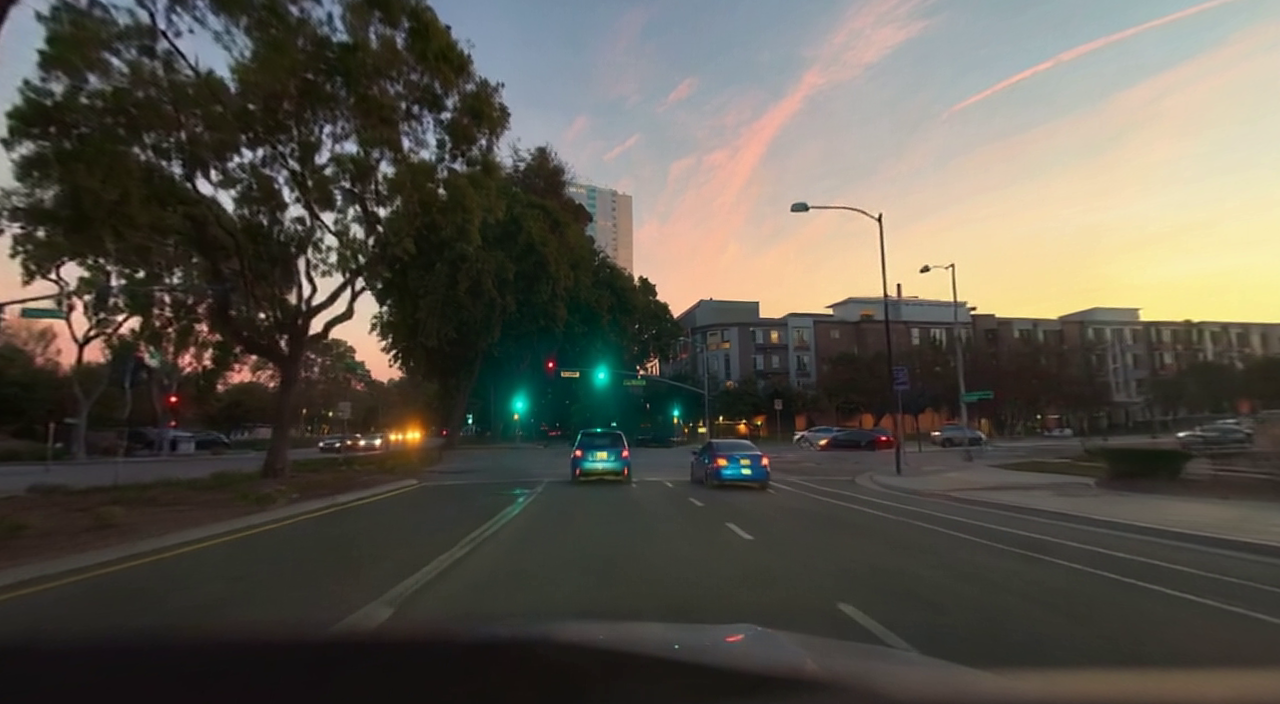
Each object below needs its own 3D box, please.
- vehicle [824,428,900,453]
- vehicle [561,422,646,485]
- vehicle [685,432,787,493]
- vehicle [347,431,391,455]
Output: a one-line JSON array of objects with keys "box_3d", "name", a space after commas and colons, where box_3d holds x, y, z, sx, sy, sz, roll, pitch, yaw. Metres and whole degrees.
[{"box_3d": [16.636, 6.659, 47.479, 5.023, 1.756, 2.001, -1, -9, 8], "name": "vehicle"}, {"box_3d": [-1.192, 3.111, 19.559, 2.317, 1.713, 4.231, 1, -9, -5], "name": "vehicle"}, {"box_3d": [2.494, 3.026, 17.633, 1.918, 1.479, 4.468, 1, -9, -3], "name": "vehicle"}, {"box_3d": [-20.989, 7.077, 49.123, 2.207, 1.765, 4.569, 2, -9, -11], "name": "vehicle"}]
